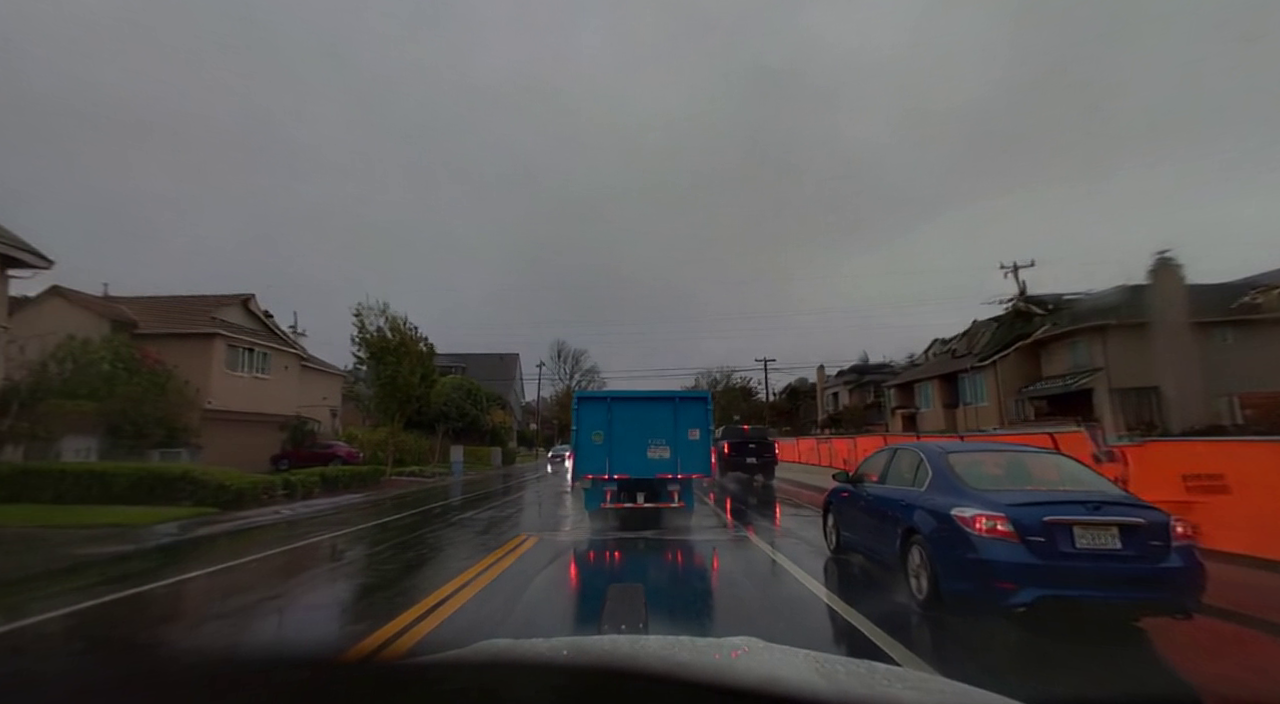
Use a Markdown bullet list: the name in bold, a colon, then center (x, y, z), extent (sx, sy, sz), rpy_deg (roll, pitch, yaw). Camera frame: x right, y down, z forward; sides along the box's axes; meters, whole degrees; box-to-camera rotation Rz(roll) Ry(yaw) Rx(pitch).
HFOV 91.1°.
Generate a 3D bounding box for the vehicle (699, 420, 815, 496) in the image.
- **vehicle**: center (3.346, 3.203, 19.392), extent (2.486, 1.993, 5.667), rpy_deg (0, -8, 0)

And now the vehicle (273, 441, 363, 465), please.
- **vehicle**: center (-20.291, 6.387, 39.692), extent (4.706, 1.468, 1.817), rpy_deg (-1, -8, 3)

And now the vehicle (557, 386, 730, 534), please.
- **vehicle**: center (0.096, 2.193, 13.289), extent (2.751, 2.361, 6.347), rpy_deg (0, -8, 1)

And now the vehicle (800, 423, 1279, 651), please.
- **vehicle**: center (3.242, 1.565, 6.479), extent (2.010, 1.499, 4.481), rpy_deg (0, -8, 0)

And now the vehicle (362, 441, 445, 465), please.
- **vehicle**: center (-14.982, 6.429, 39.983), extent (4.490, 1.500, 1.875), rpy_deg (0, -8, -2)
